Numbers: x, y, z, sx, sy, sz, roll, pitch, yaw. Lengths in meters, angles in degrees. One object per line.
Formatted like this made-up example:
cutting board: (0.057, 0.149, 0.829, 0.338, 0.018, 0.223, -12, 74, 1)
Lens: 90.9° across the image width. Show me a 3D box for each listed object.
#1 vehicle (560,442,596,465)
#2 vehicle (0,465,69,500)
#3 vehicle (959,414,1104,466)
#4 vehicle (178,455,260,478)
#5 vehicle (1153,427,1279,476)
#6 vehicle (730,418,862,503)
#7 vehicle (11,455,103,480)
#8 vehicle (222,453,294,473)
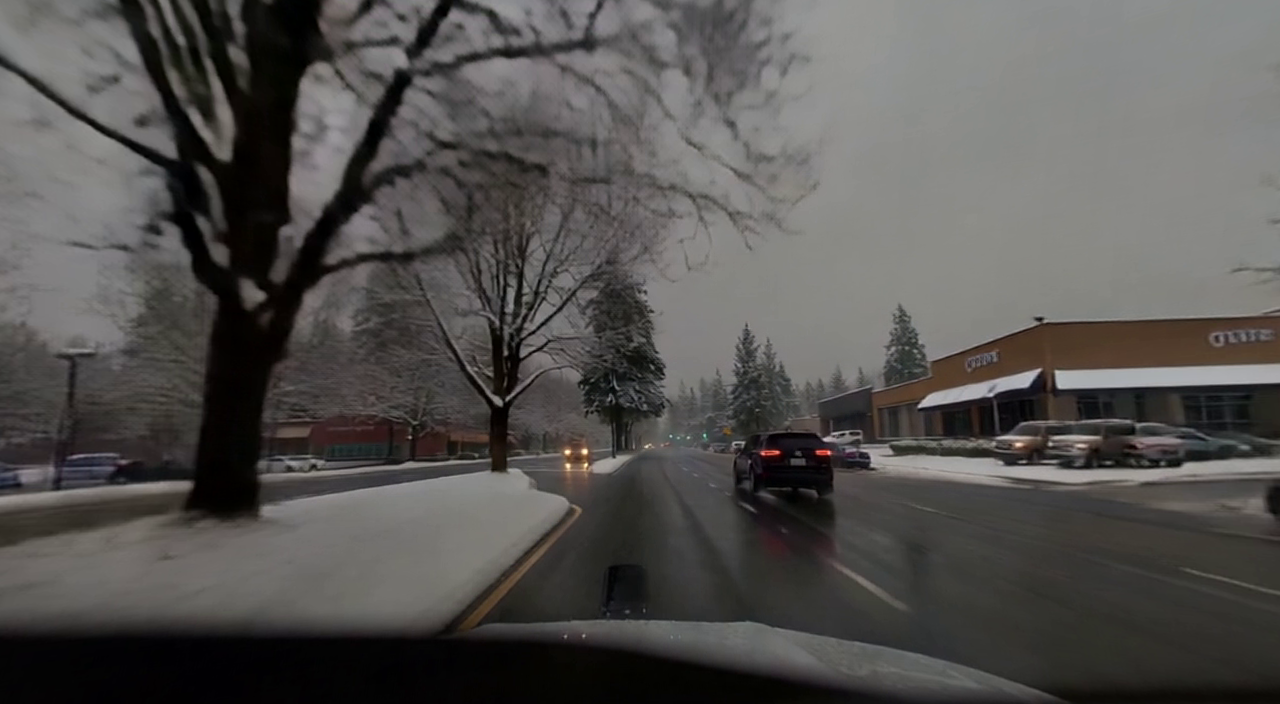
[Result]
vehicle: (-4.111, 6.843, 42.653, 2.031, 1.478, 4.434, 0, -8, -1)
vehicle: (-29.748, 6.115, 29.548, 4.196, 1.424, 1.928, -2, -7, 5)
vehicle: (15.583, 3.582, 25.589, 2.139, 1.881, 5.511, 0, -8, -2)
vehicle: (-28.949, 7.891, 43.422, 4.246, 1.457, 1.889, 0, -8, 1)
vehicle: (20.727, 3.352, 21.395, 4.695, 1.570, 2.066, 0, -8, 3)
vehicle: (3.769, 2.720, 16.177, 2.183, 1.845, 4.482, 0, -8, 0)
vehicle: (-42.663, 8.482, 46.203, 4.701, 1.723, 1.969, 0, -8, -1)
vehicle: (-29.613, 8.611, 48.890, 4.306, 1.459, 2.001, -1, -8, 2)
